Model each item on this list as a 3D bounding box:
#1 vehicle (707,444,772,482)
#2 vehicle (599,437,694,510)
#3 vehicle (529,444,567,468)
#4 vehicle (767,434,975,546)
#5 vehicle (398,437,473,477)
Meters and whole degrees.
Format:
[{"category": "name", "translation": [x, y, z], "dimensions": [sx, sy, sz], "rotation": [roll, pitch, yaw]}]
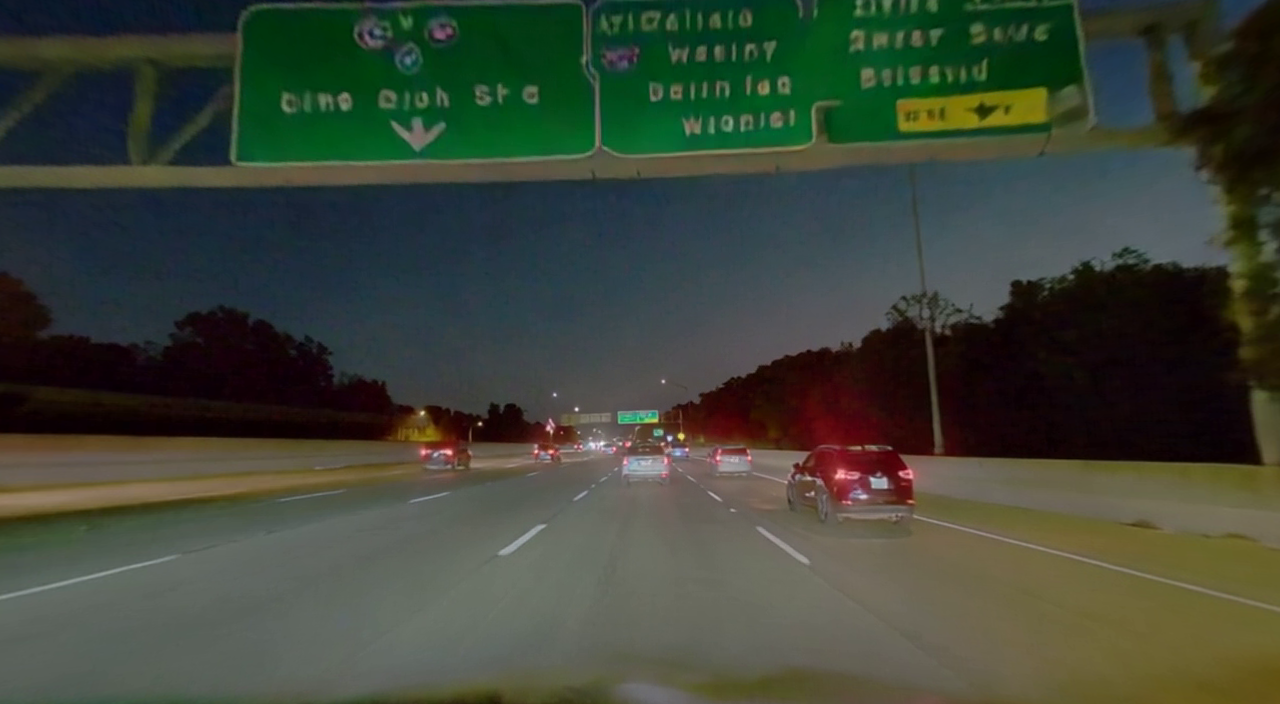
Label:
[{"category": "vehicle", "translation": [4.196, 4.758, 27.299], "dimensions": [2.002, 1.499, 4.710], "rotation": [0, -9, -1]}, {"category": "vehicle", "translation": [0.152, 2.904, 15.513], "dimensions": [2.044, 1.554, 3.824], "rotation": [0, -9, 0]}, {"category": "vehicle", "translation": [-6.382, 7.250, 44.088], "dimensions": [2.014, 1.587, 4.265], "rotation": [0, -9, 0]}, {"category": "vehicle", "translation": [3.617, 2.223, 10.791], "dimensions": [2.044, 1.523, 3.947], "rotation": [0, -9, 0]}, {"category": "vehicle", "translation": [-10.024, 5.169, 31.331], "dimensions": [1.978, 1.821, 4.975], "rotation": [0, -9, 1]}]
